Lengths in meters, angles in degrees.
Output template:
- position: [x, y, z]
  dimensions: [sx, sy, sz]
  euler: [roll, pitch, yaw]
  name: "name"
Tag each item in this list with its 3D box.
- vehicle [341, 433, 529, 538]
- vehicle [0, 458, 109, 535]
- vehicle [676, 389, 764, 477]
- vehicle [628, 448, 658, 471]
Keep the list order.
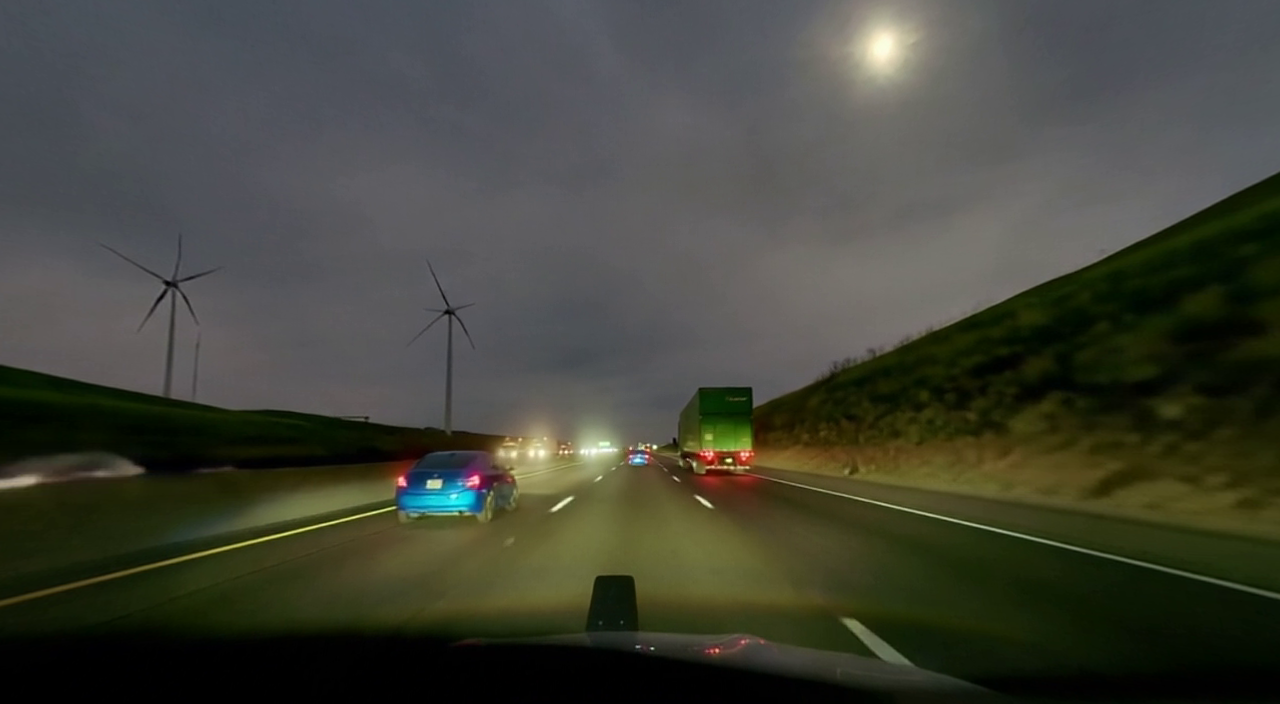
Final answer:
- position: [-3.352, 2.265, 11.299]
  dimensions: [1.952, 1.521, 4.095]
  euler: [0, -9, 0]
  name: "vehicle"
- position: [-12.835, 2.782, 12.260]
  dimensions: [1.777, 1.394, 3.724]
  euler: [0, -9, -1]
  name: "vehicle"
- position: [4.009, 4.703, 35.466]
  dimensions: [2.947, 3.989, 13.568]
  euler: [0, -9, -1]
  name: "vehicle"
- position: [0.166, 7.099, 41.951]
  dimensions: [1.931, 1.453, 3.695]
  euler: [0, -9, -1]
  name: "vehicle"
